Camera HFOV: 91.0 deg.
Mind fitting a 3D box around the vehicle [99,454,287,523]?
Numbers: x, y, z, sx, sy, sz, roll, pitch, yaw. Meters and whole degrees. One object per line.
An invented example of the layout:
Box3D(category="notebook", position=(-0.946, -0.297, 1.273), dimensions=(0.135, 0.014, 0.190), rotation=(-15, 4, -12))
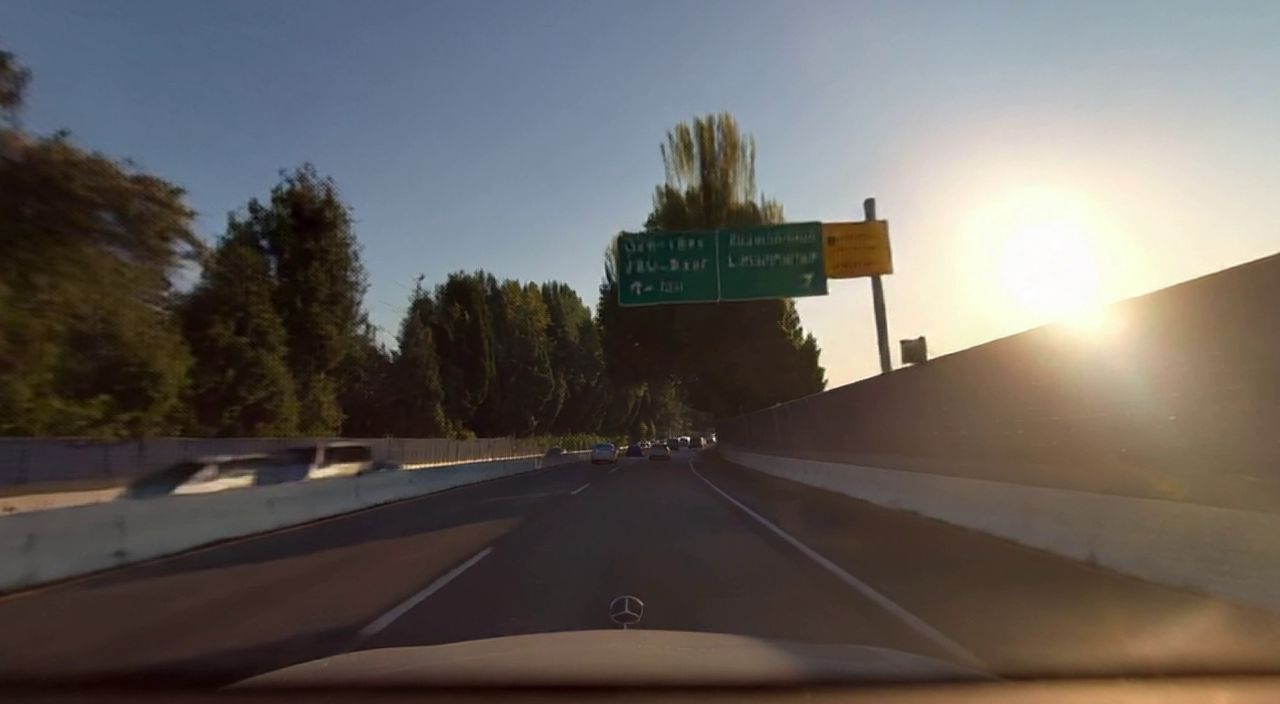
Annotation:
Box3D(category="vehicle", position=(-14.459, 4.381, 20.929), dimensions=(2.085, 1.879, 5.421), rotation=(0, -8, 2))

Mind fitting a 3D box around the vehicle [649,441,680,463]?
Box3D(category="vehicle", position=(1.744, 7.069, 44.676), dimensions=(2.077, 1.533, 3.854), rotation=(-1, -8, 3))

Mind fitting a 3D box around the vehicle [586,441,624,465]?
Box3D(category="vehicle", position=(-2.234, 6.529, 40.866), dimensions=(1.985, 1.518, 3.847), rotation=(-1, -8, 4))

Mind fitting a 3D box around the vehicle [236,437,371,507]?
Box3D(category="vehicle", position=(-14.092, 4.994, 26.878), dimensions=(2.577, 2.627, 5.306), rotation=(0, -8, 3))
